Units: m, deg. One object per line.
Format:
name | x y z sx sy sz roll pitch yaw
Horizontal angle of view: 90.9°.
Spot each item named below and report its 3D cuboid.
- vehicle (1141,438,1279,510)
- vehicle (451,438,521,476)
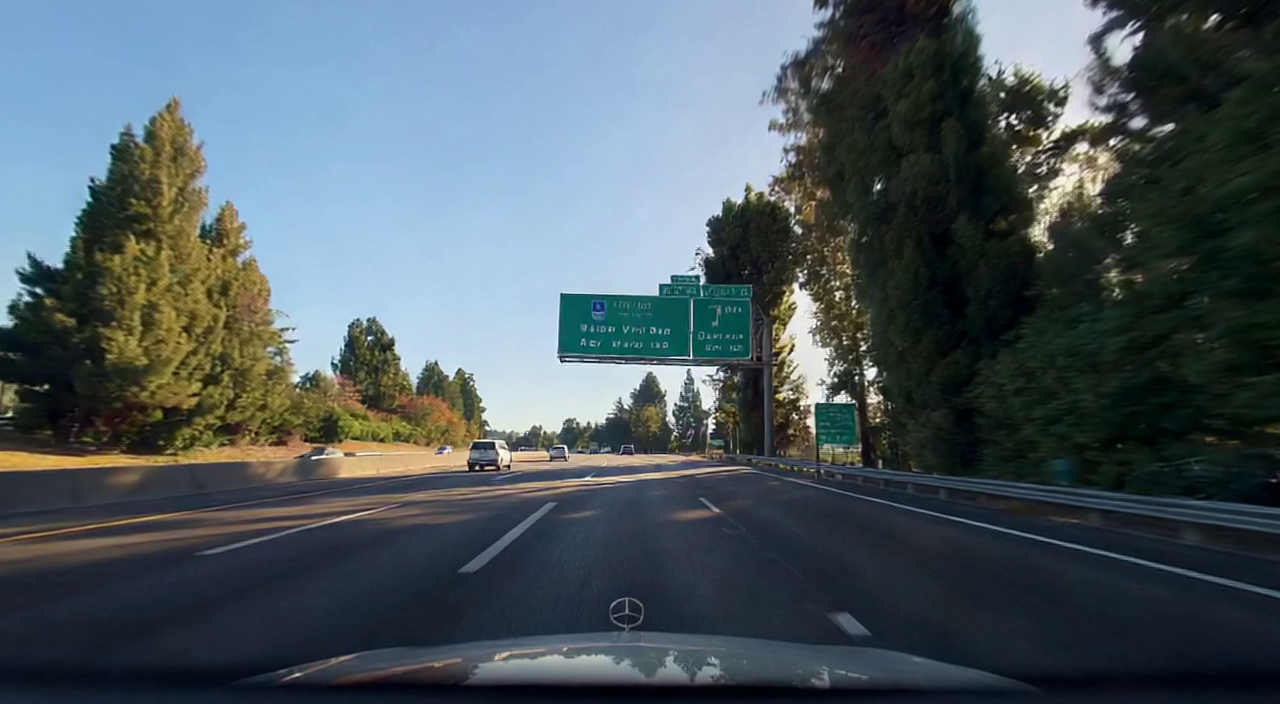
vehicle | 19.341 3.795 20.299 2.270 1.998 5.565 -1 -8 6
vehicle | -7.528 5.181 31.385 2.179 1.710 5.160 0 -8 0
